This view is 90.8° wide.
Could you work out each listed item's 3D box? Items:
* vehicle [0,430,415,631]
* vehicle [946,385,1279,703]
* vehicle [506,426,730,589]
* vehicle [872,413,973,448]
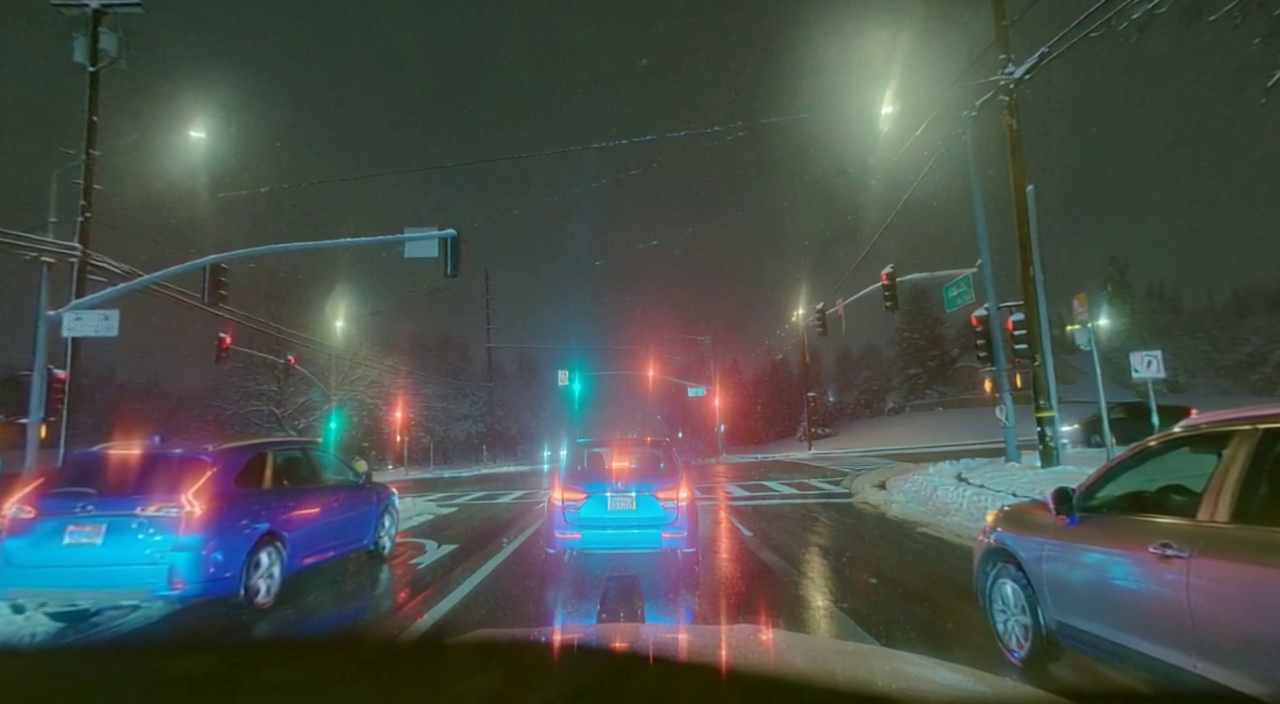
[{"bbox_3d":[-4.379,1.665,6.975,2.106,1.492,4.312,0,-8,1],"label":"vehicle"},{"bbox_3d":[2.922,0.888,2.162,1.860,1.494,3.707,0,-8,0],"label":"vehicle"},{"bbox_3d":[-0.227,1.753,7.996,2.061,1.485,4.196,0,-8,-1],"label":"vehicle"},{"bbox_3d":[15.116,4.243,33.997,4.431,1.555,1.886,-4,-9,2],"label":"vehicle"}]
